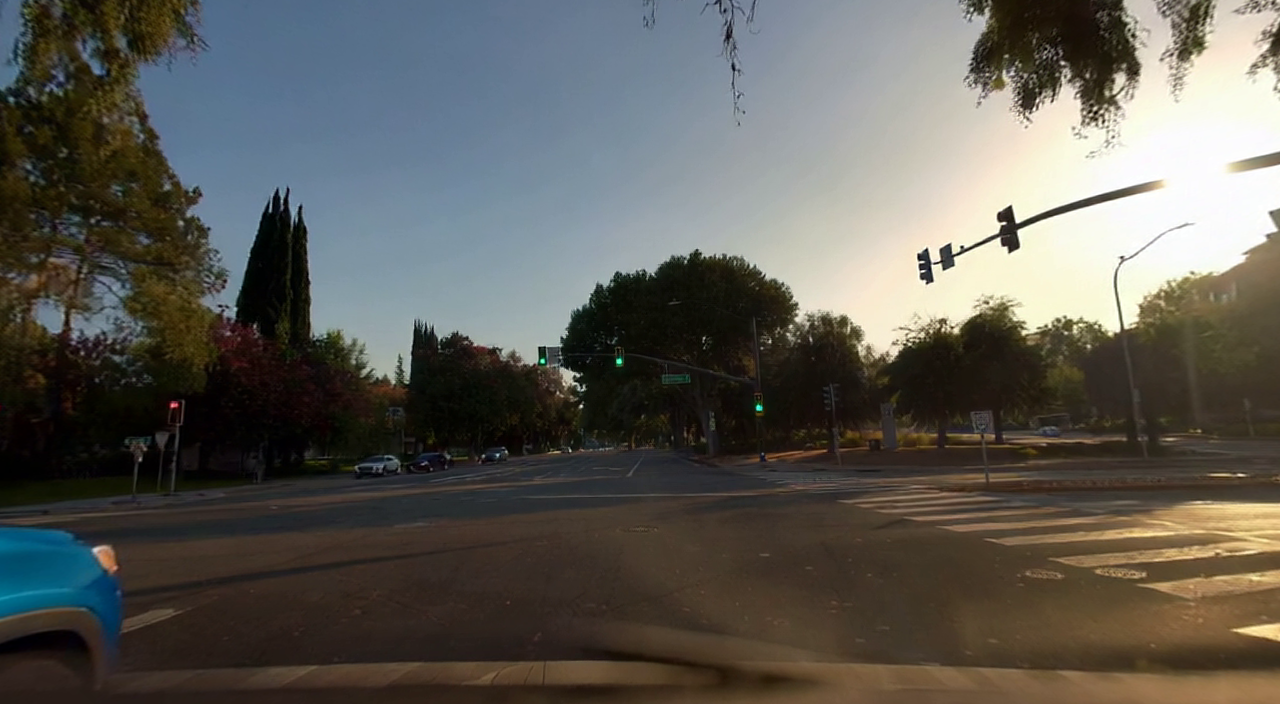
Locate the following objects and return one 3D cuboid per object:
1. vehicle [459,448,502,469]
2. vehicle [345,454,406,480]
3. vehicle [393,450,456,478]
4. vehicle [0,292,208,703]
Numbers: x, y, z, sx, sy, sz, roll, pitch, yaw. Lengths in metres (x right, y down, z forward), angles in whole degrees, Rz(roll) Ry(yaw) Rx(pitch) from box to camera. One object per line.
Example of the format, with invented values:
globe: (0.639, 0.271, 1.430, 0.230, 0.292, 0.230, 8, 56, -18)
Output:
vehicle: (-11.848, 7.945, 47.105, 1.980, 1.452, 4.318, 0, -8, 2)
vehicle: (-16.123, 7.017, 38.711, 1.830, 1.440, 4.351, 0, -8, 1)
vehicle: (-12.522, 6.536, 36.982, 2.028, 1.455, 4.421, 0, -8, 2)
vehicle: (-3.143, 0.522, 0.695, 2.123, 1.799, 4.425, 0, -8, 1)
